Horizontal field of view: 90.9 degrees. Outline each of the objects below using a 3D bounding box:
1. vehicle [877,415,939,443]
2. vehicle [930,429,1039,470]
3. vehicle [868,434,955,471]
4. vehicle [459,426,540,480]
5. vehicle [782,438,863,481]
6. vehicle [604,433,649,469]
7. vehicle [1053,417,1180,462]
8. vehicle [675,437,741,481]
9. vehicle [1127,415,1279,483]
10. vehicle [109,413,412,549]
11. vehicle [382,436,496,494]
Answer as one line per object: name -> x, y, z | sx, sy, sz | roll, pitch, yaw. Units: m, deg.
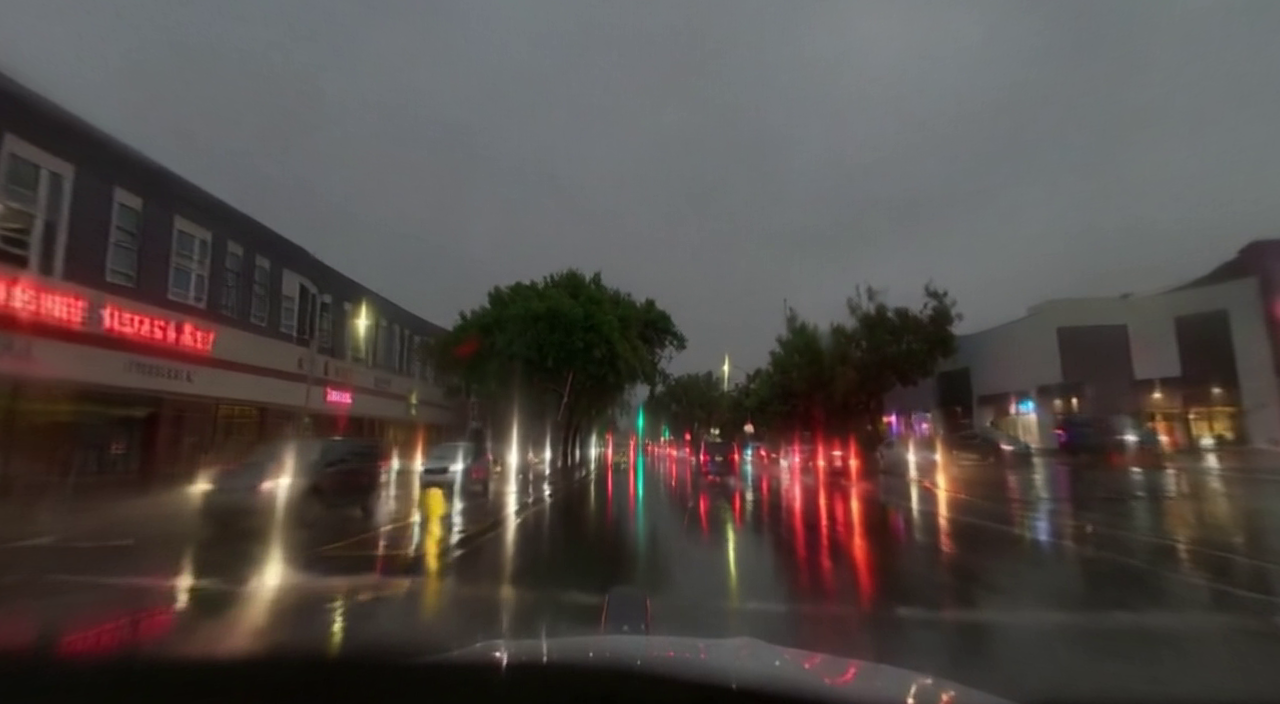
vehicle -> 15.620, 4.587, 37.002 | 1.793, 1.505, 4.557 | -1, -8, 3
vehicle -> 15.347, 4.363, 28.495 | 2.007, 1.642, 5.001 | -1, -8, -1
vehicle -> 12.233, 4.541, 28.793 | 2.058, 1.493, 4.612 | -2, -8, 2
vehicle -> -5.673, 4.114, 26.226 | 2.240, 1.945, 5.114 | -1, -7, 0
vehicle -> 7.423, 4.389, 26.120 | 1.914, 1.587, 4.548 | 0, -8, -1
vehicle -> -0.705, 5.425, 34.657 | 2.301, 1.837, 4.411 | 0, -8, 0
vehicle -> 21.105, 3.902, 28.174 | 1.967, 1.751, 4.275 | -2, -7, -6
vehicle -> 2.520, 4.095, 24.402 | 2.046, 1.540, 3.883 | 0, -8, -1
vehicle -> 16.476, 2.603, 17.187 | 4.572, 1.660, 2.091 | -1, -9, -1
vehicle -> -5.865, 2.010, 10.697 | 2.242, 1.740, 4.659 | -1, -7, 0
vehicle -> -5.764, 3.283, 18.741 | 1.835, 1.476, 4.533 | 1, -8, 1
